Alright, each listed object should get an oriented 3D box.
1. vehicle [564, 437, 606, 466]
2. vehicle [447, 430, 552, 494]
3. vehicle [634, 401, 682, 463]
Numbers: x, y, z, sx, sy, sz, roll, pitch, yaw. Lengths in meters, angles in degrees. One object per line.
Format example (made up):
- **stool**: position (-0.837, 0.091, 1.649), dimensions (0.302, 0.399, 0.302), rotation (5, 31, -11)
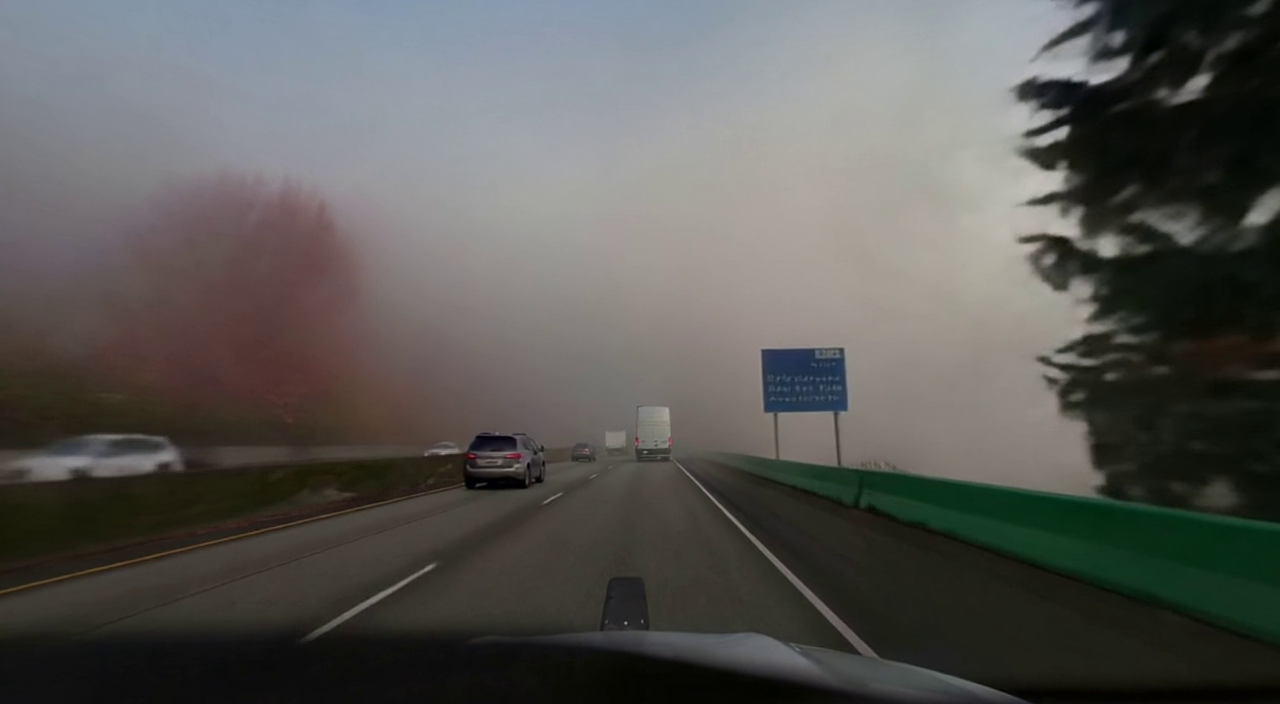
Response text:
- **vehicle**: position (-3.112, 5.729, 36.509), dimensions (1.962, 1.575, 4.158), rotation (0, -8, 2)
- **vehicle**: position (-3.726, 2.989, 17.440), dimensions (1.927, 1.556, 3.921), rotation (0, -8, 1)
- **vehicle**: position (1.205, 5.586, 43.385), dimensions (2.933, 3.701, 10.425), rotation (0, -8, 1)
